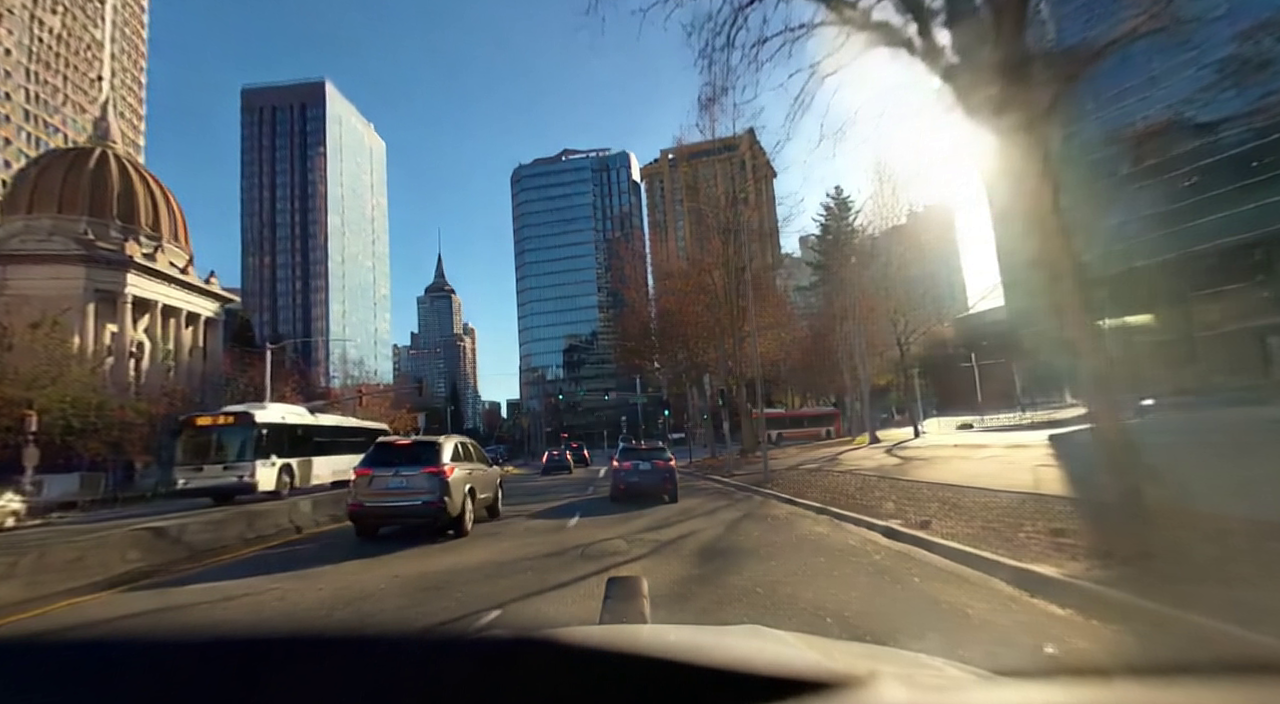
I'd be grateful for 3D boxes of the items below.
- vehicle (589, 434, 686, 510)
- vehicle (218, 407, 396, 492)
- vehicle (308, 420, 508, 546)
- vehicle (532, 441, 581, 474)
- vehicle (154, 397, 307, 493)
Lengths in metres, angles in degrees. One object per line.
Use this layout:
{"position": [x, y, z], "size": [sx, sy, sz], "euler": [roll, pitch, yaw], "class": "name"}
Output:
{"position": [-0.143, 2.710, 14.627], "size": [1.933, 1.504, 3.802], "euler": [0, -9, -3], "class": "vehicle"}
{"position": [-14.941, 4.570, 29.677], "size": [3.063, 3.298, 9.918], "euler": [0, -9, -1], "class": "vehicle"}
{"position": [-3.467, 2.019, 10.262], "size": [1.848, 1.641, 3.686], "euler": [0, -9, -1], "class": "vehicle"}
{"position": [-4.034, 5.172, 31.066], "size": [1.961, 1.517, 4.202], "euler": [0, -9, -2], "class": "vehicle"}
{"position": [-19.542, 4.505, 30.752], "size": [2.995, 4.140, 6.561], "euler": [0, -8, -1], "class": "vehicle"}
